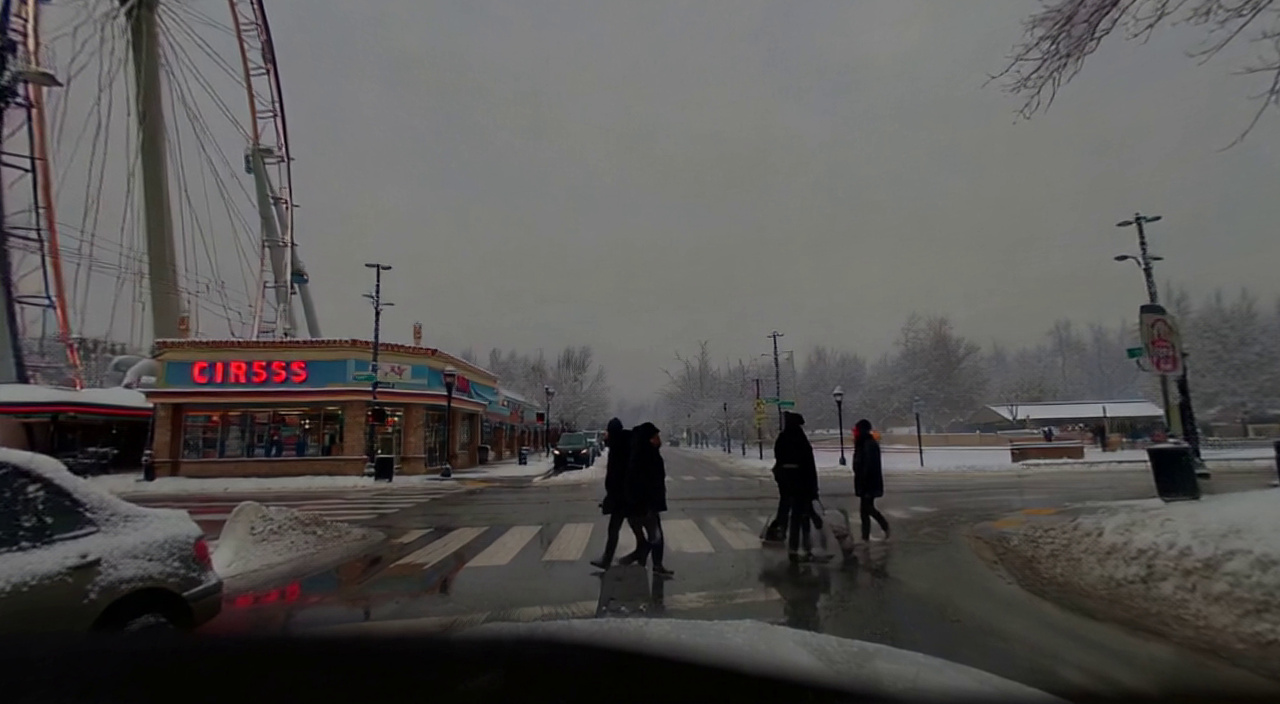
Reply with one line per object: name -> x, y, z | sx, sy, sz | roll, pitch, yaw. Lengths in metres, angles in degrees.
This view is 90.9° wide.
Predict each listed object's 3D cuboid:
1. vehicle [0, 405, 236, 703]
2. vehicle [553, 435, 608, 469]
vehicle -> -3.371, 0.791, 1.188 | 1.940, 1.505, 4.676 | -1, -9, 3
vehicle -> -3.911, 6.360, 40.253 | 2.549, 2.000, 5.699 | 2, -9, -15
